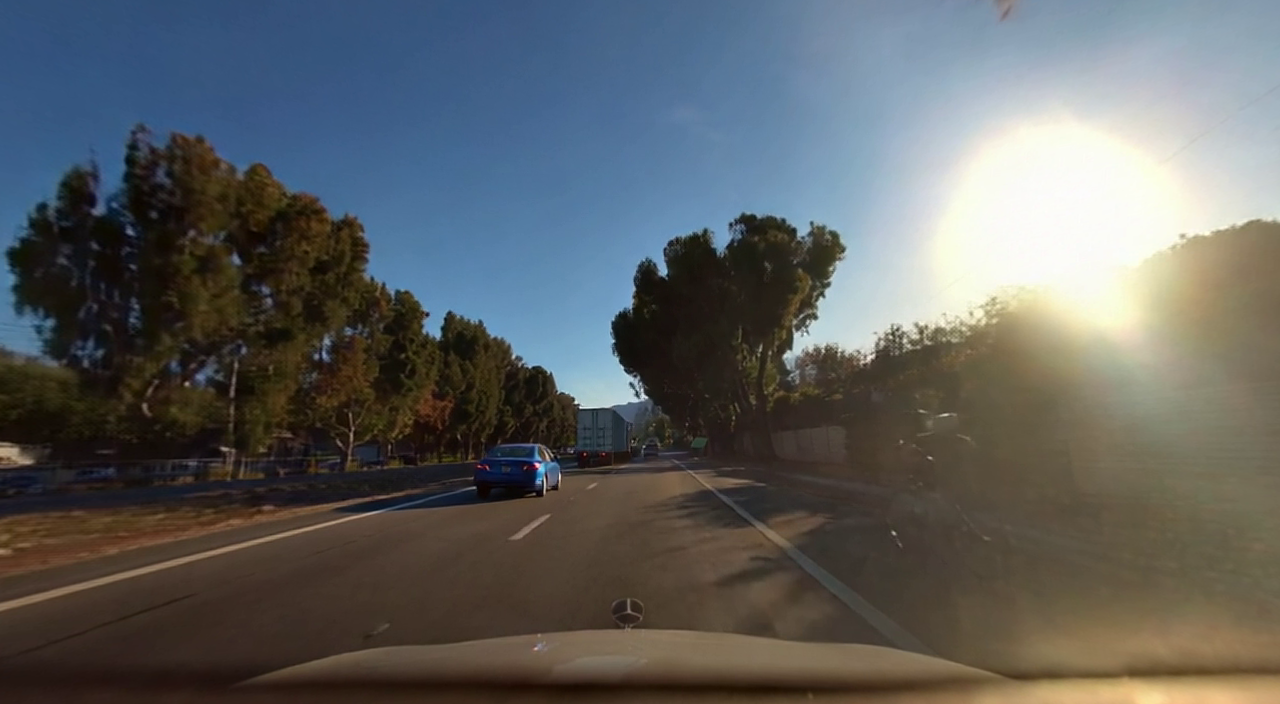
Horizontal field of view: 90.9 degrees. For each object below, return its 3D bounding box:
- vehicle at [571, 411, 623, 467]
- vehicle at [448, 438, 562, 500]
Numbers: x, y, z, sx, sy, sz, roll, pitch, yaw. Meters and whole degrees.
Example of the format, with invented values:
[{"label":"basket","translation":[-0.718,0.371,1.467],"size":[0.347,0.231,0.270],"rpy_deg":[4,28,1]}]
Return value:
[{"label":"vehicle","translation":[-2.651,5.818,41.886],"size":[2.746,3.276,8.572],"rpy_deg":[-1,-8,1]},{"label":"vehicle","translation":[-3.491,3.109,17.231],"size":[2.005,1.462,4.345],"rpy_deg":[-1,-8,2]}]
